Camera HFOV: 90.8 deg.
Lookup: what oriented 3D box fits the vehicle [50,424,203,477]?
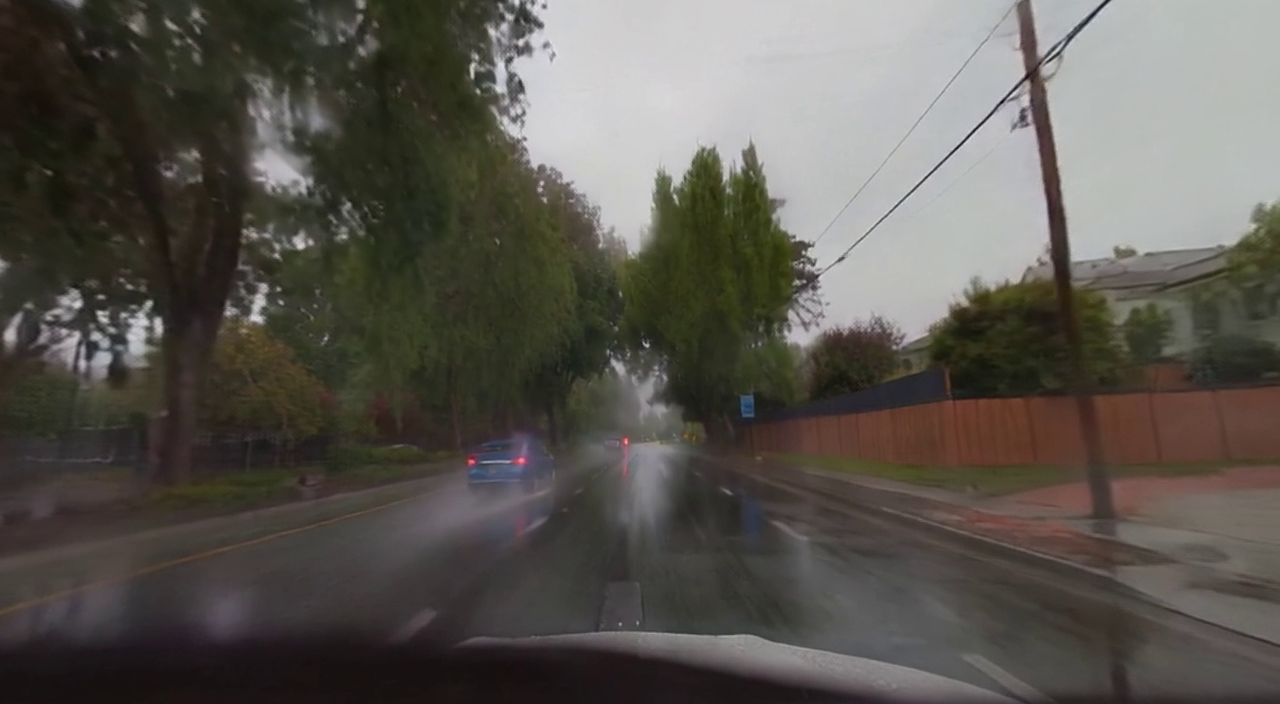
[{"bbox_3d":[-34.323,6.624,42.882,2.817,3.013,8.966,-5,-8,1],"label":"vehicle"}]

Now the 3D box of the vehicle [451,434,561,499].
[{"bbox_3d":[-3.308,2.909,16.525,1.870,1.431,4.317,0,-8,1],"label":"vehicle"}]
